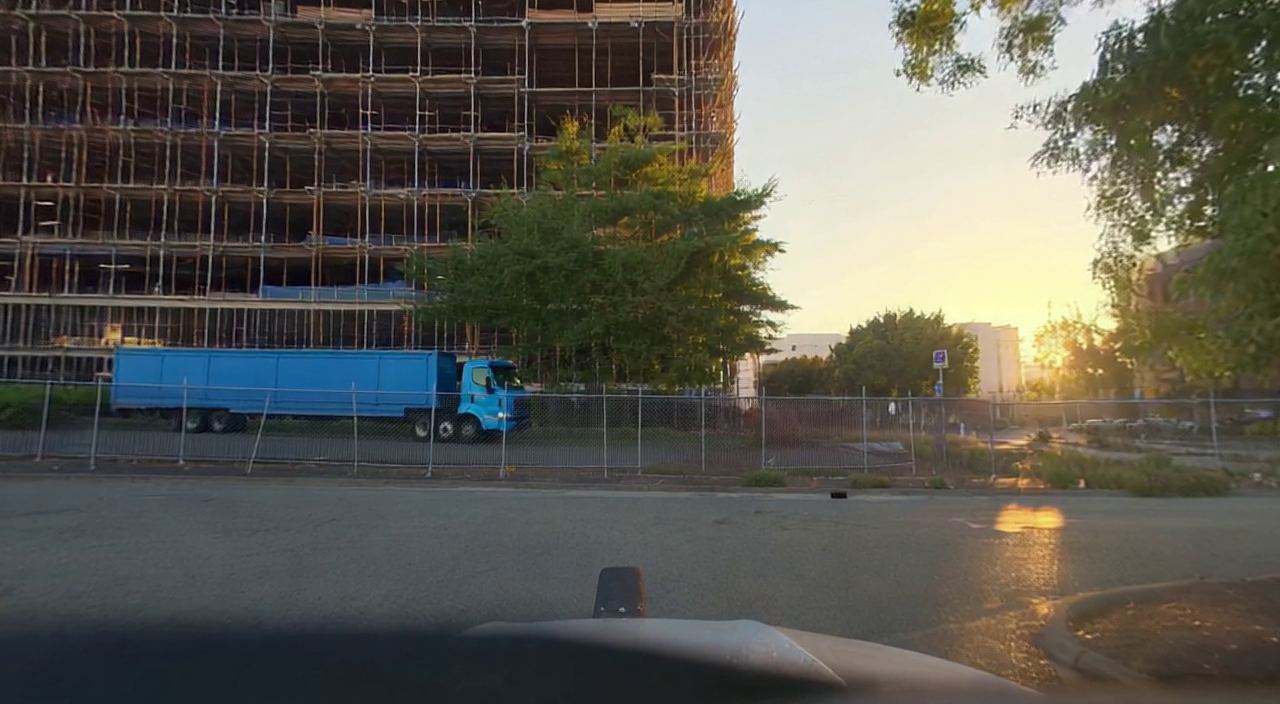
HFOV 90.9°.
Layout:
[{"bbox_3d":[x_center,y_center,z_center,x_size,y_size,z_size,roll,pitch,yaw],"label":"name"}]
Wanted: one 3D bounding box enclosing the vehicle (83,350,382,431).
[{"bbox_3d":[-22.754,2.420,36.444,14.067,4.099,2.832,3,-7,-15],"label":"vehicle"}]
